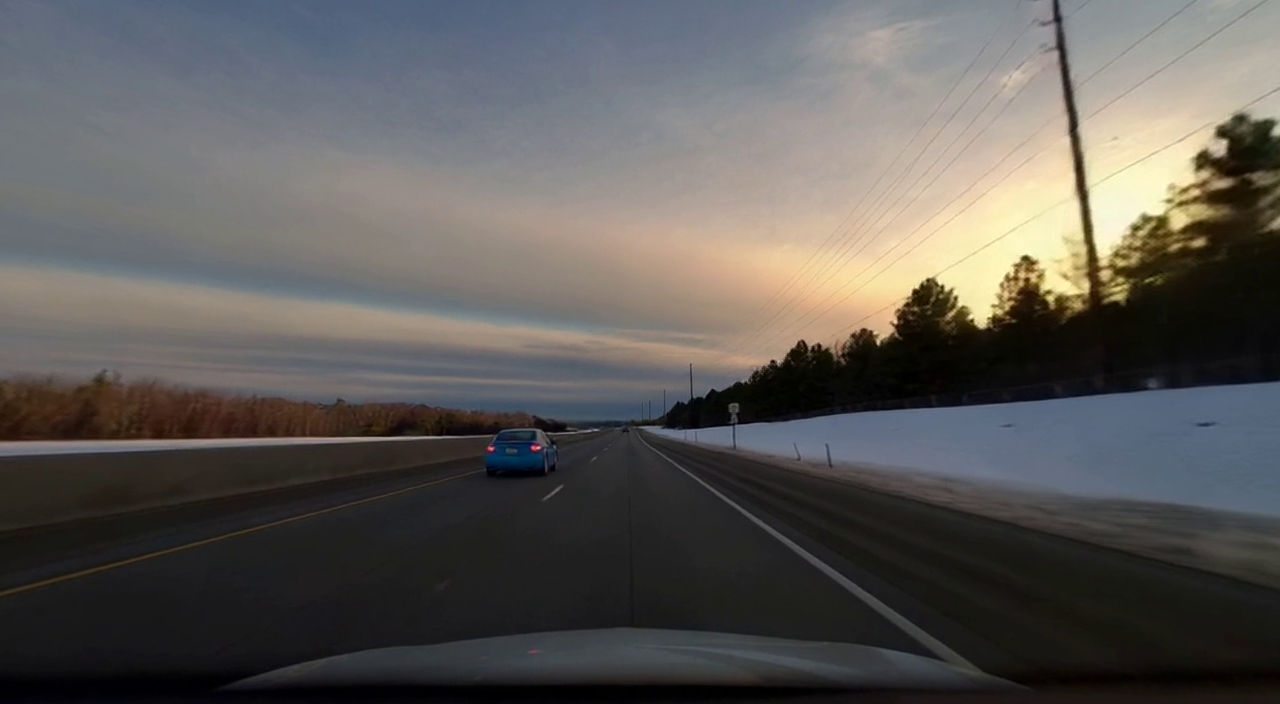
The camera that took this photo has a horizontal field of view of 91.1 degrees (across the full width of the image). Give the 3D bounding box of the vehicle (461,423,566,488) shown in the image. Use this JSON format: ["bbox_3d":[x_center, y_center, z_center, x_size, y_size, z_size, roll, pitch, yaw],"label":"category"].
[{"bbox_3d":[-3.274,2.759,17.108,1.999,1.536,3.969,0,-8,0],"label":"vehicle"}]
